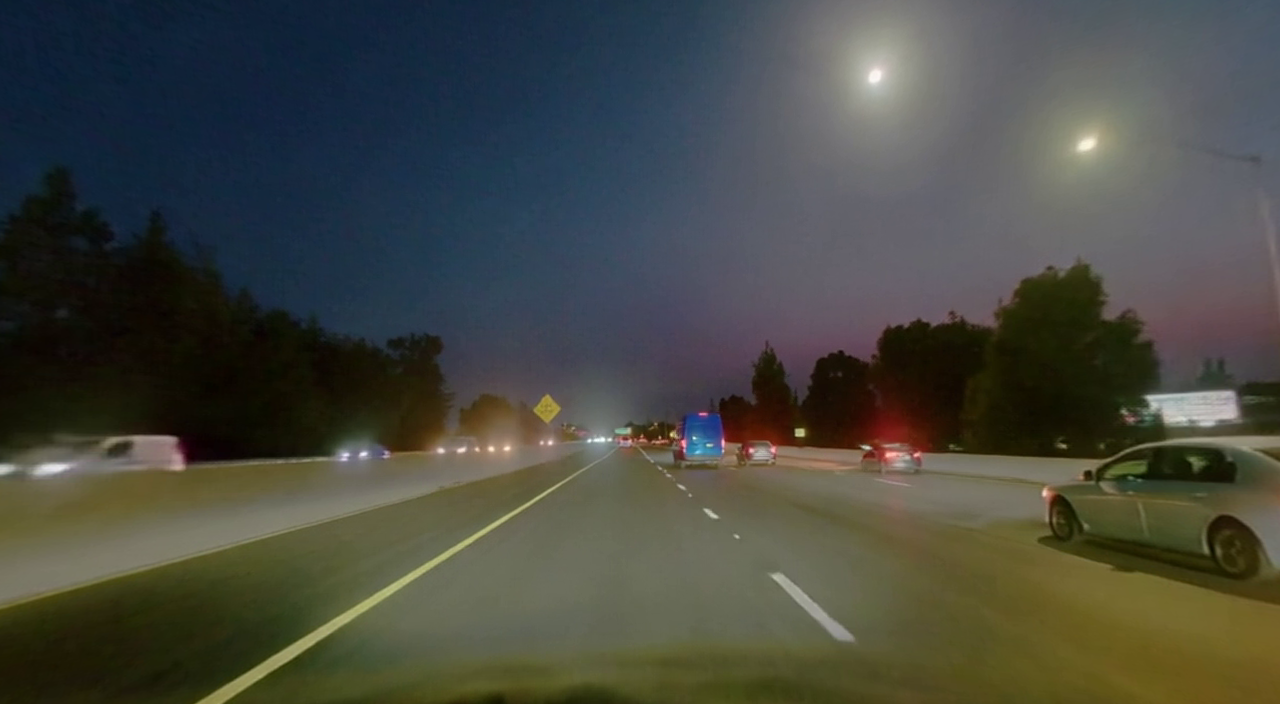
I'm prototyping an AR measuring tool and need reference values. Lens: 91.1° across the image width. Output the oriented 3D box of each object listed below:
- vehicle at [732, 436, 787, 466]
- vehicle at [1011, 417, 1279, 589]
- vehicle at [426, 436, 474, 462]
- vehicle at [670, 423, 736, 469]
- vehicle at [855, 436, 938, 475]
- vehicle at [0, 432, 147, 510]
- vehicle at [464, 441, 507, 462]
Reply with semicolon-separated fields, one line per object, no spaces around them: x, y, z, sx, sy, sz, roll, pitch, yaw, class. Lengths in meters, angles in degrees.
6.379;5.335;33.917;2.099;1.510;3.784;0;-8;-2;vehicle
6.688;1.549;7.001;2.003;1.517;4.936;0;-8;-1;vehicle
-14.944;7.662;49.753;2.188;1.906;5.116;0;-8;0;vehicle
3.038;4.720;31.655;2.546;2.087;5.404;0;-8;-2;vehicle
10.679;4.321;26.415;1.874;1.496;3.586;0;-8;-2;vehicle
-16.286;3.150;16.994;2.153;1.835;4.716;-1;-8;-3;vehicle
-10.987;7.096;44.928;2.060;1.452;4.444;0;-8;-1;vehicle
